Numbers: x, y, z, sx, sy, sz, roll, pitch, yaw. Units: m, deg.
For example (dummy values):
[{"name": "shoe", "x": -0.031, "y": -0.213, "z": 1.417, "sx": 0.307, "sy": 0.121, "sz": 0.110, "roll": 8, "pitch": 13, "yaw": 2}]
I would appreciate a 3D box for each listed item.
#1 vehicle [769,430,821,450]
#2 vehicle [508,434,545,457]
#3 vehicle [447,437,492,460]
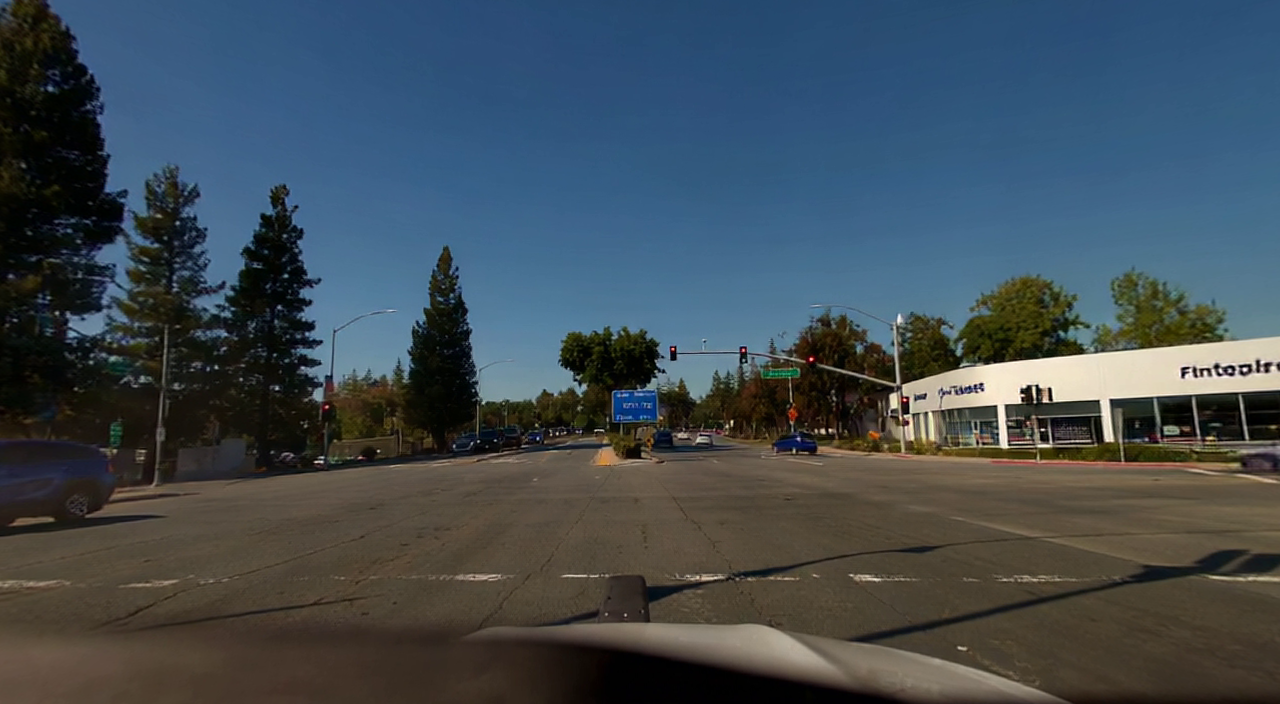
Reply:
[{"name": "vehicle", "x": 11.856, "y": 6.833, "z": 48.601, "sx": 1.781, "sy": 1.448, "sz": 4.560, "roll": 2, "pitch": -9, "yaw": -16}, {"name": "vehicle", "x": -8.048, "y": 6.661, "z": 45.088, "sx": 1.920, "sy": 1.546, "sz": 4.086, "roll": 0, "pitch": -9, "yaw": -1}, {"name": "vehicle", "x": -11.772, "y": 6.689, "z": 43.895, "sx": 2.111, "sy": 1.499, "sz": 4.371, "roll": 0, "pitch": -9, "yaw": -3}]
